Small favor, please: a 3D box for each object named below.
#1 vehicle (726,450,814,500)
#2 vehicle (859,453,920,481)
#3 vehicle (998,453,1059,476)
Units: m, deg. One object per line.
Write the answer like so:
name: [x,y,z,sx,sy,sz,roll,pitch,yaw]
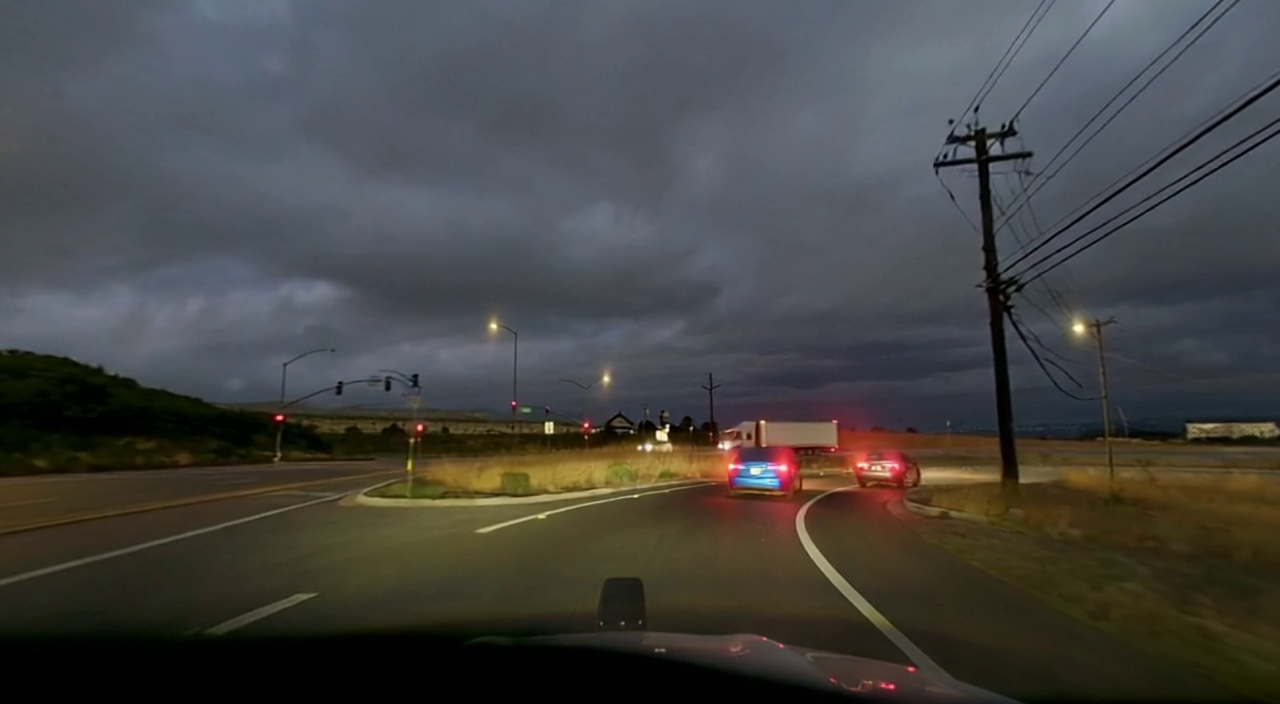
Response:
vehicle: [4.342,3.925,20.556,2.026,1.407,4.374,-4,-9,21]
vehicle: [14.313,6.520,36.072,1.836,1.465,4.307,-8,-12,41]
vehicle: [28.785,8.312,46.683,4.102,1.552,1.931,4,-10,-29]
